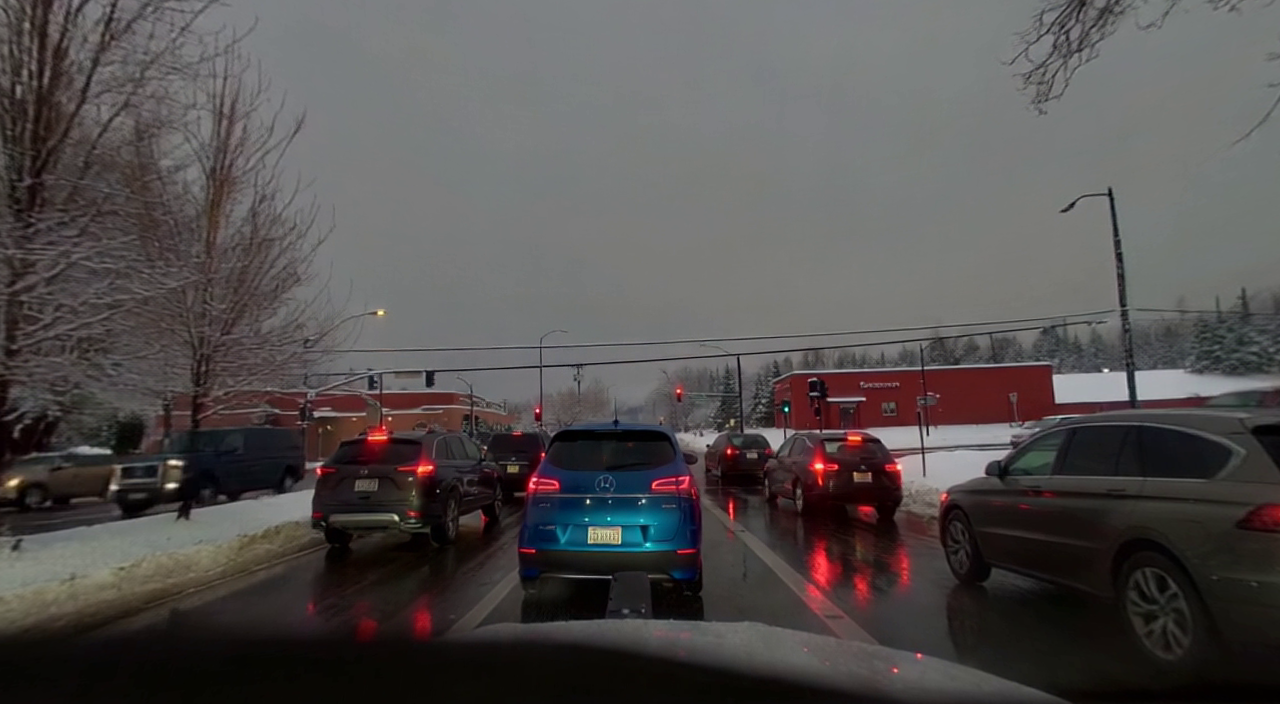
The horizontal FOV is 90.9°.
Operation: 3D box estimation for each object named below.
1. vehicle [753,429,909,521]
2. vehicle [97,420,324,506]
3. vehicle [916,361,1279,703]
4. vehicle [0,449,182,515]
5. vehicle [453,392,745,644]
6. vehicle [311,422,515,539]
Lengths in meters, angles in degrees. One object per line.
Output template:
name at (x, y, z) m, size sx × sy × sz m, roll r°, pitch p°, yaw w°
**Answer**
vehicle at (3.648, 2.409, 12.827) m, size 1.847 × 1.554 × 3.885 m, roll 0°, pitch -8°, yaw -2°
vehicle at (-12.231, 3.208, 18.740) m, size 2.405 × 2.098 × 5.888 m, roll 0°, pitch -8°, yaw 2°
vehicle at (4.143, 1.226, 5.095) m, size 2.014 × 1.740 × 4.515 m, roll -1°, pitch -8°, yaw 4°
vehicle at (-15.890, 3.558, 17.902) m, size 2.057 × 1.540 × 4.884 m, roll 0°, pitch -8°, yaw 1°
vehicle at (-0.164, 1.439, 6.466) m, size 2.022 × 1.700 × 4.084 m, roll 0°, pitch -8°, yaw 4°
vehicle at (-3.777, 2.204, 11.472) m, size 2.012 × 1.701 × 4.316 m, roll 0°, pitch -8°, yaw 1°
